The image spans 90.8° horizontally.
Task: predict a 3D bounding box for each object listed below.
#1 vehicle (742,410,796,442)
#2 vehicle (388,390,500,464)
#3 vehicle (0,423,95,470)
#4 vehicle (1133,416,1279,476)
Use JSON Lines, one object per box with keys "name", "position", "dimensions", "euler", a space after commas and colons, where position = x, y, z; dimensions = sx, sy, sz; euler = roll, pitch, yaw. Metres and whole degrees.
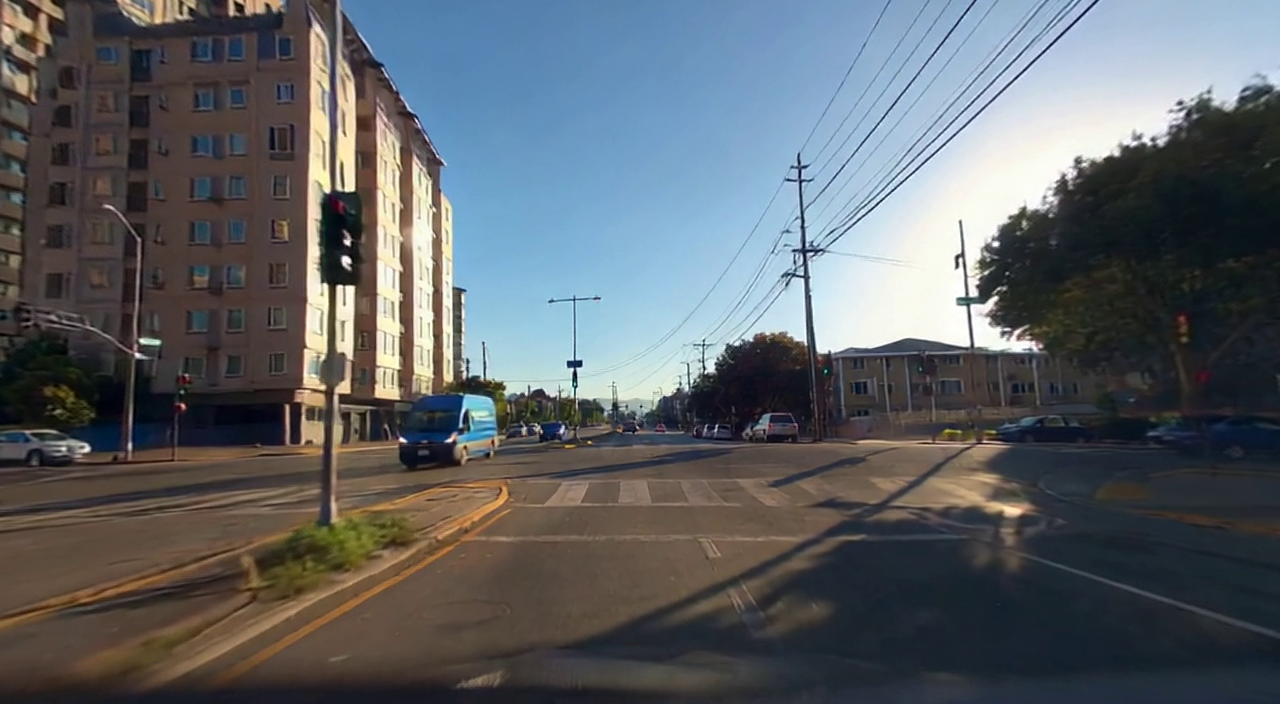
{"name": "vehicle", "position": [7.240, 4.267, 35.875], "dimensions": [1.996, 1.704, 4.490], "euler": [0, -8, -2]}
{"name": "vehicle", "position": [-7.187, 2.806, 23.963], "dimensions": [2.515, 2.476, 5.364], "euler": [0, -6, 0]}
{"name": "vehicle", "position": [-26.225, 4.030, 26.806], "dimensions": [4.462, 1.732, 2.011], "euler": [-3, -4, 0]}
{"name": "vehicle", "position": [16.364, 2.519, 17.225], "dimensions": [4.210, 1.449, 1.974], "euler": [0, -4, 0]}
